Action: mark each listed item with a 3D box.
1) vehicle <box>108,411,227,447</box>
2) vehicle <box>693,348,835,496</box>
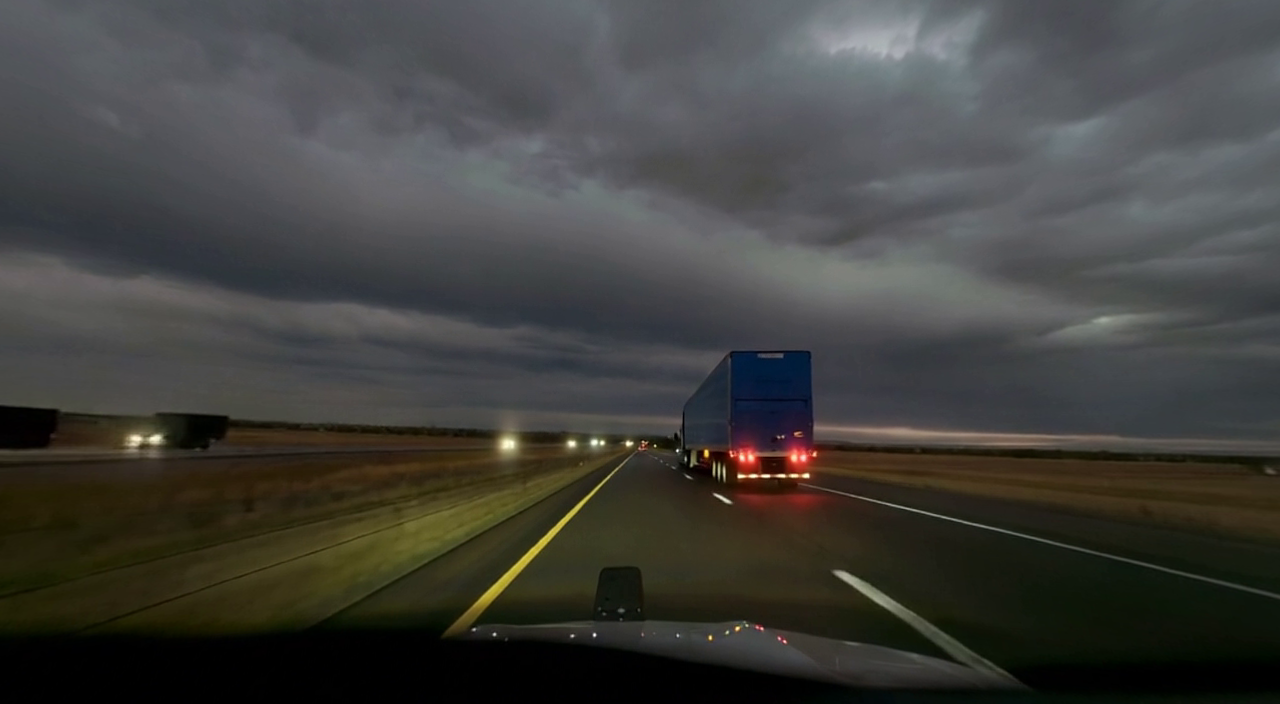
[{"bbox_3d":[-29.336,4.904,39.467,2.342,2.031,6.463,0,-9,1],"label":"vehicle"},{"bbox_3d":[4.047,2.937,24.415,2.818,4.206,12.987,0,-9,0],"label":"vehicle"}]
